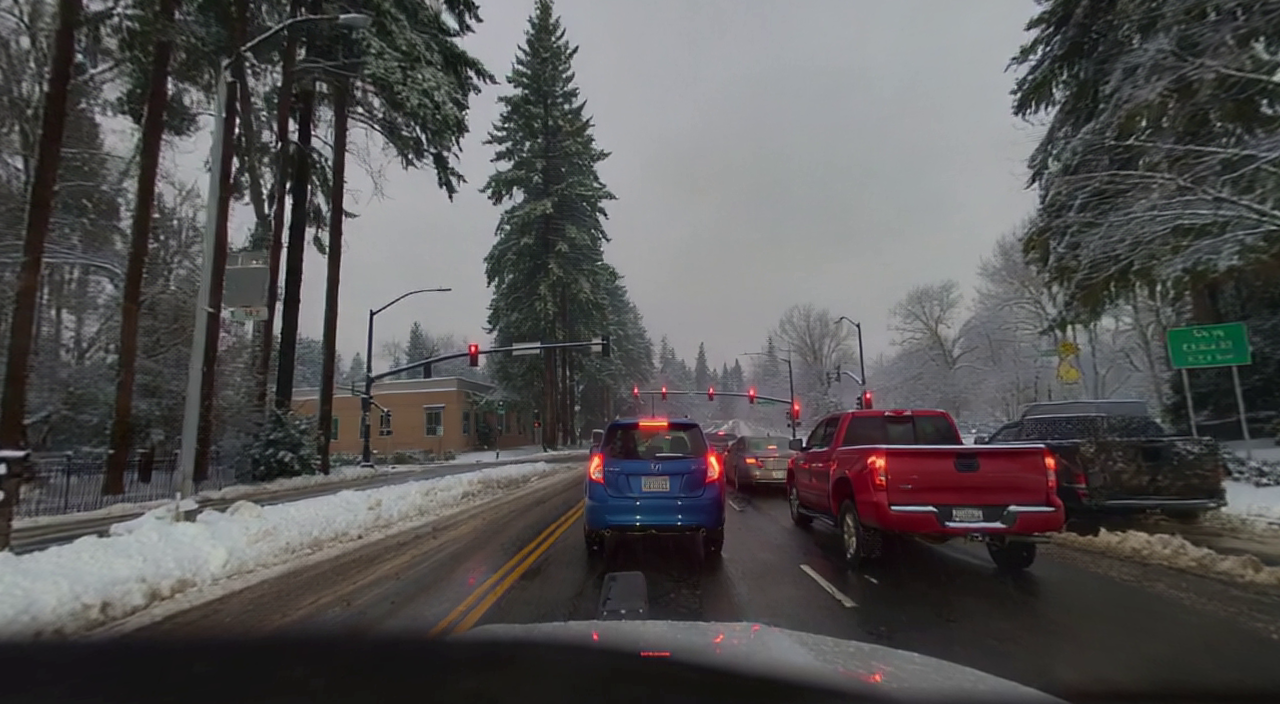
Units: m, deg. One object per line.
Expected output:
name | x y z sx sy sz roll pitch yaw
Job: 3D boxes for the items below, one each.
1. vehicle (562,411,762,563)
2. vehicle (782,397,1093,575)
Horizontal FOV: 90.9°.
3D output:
vehicle | 0.246 1.775 8.962 2.168 1.641 4.039 0 -8 0
vehicle | 3.394 1.631 8.384 2.099 1.725 4.290 0 -8 1
